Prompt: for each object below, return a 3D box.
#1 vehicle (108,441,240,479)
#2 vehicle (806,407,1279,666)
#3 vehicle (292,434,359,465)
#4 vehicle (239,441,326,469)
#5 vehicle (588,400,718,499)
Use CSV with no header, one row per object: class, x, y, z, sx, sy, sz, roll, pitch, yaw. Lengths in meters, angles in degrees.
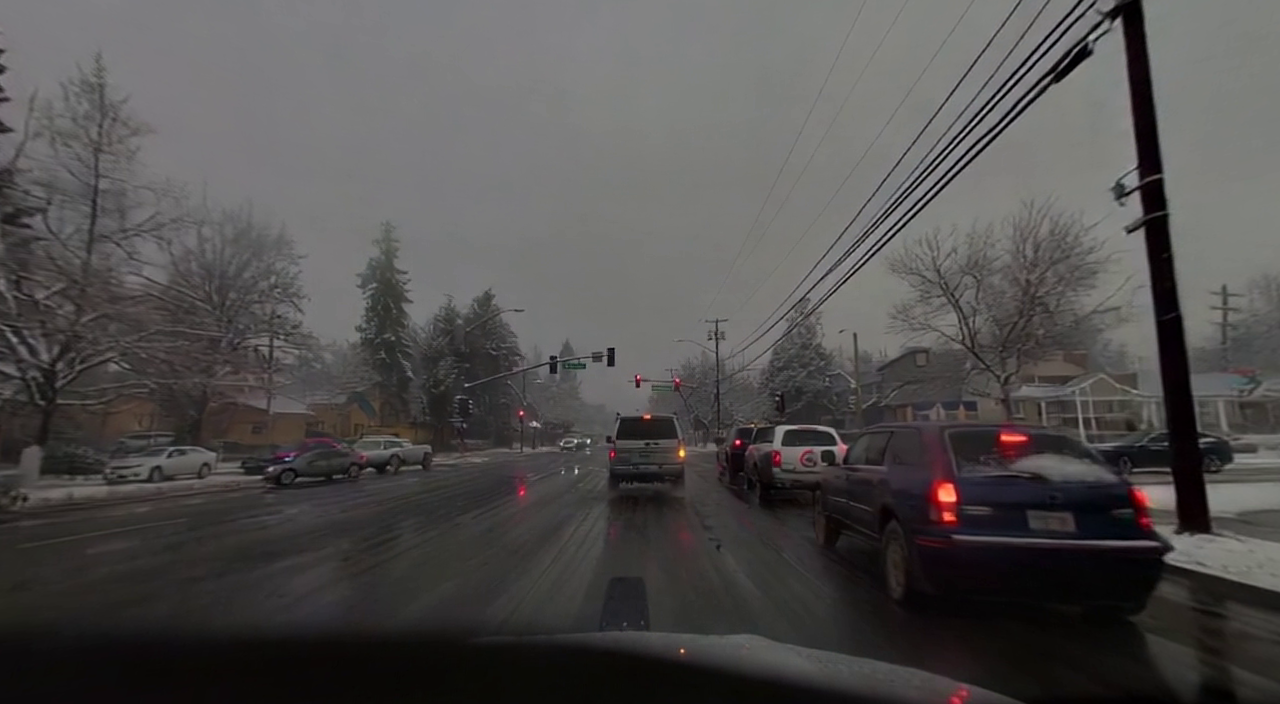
vehicle,-19.624,4.552,26.844,1.891,1.460,4.681,0,-8,3
vehicle,3.083,1.410,5.911,2.002,1.511,4.124,1,-8,1
vehicle,-19.744,6.111,39.772,1.996,1.809,4.699,0,-8,-3
vehicle,-19.519,5.627,34.691,1.830,1.436,4.771,0,-8,2
vehicle,0.291,2.456,16.076,2.769,2.087,5.130,0,-8,0
